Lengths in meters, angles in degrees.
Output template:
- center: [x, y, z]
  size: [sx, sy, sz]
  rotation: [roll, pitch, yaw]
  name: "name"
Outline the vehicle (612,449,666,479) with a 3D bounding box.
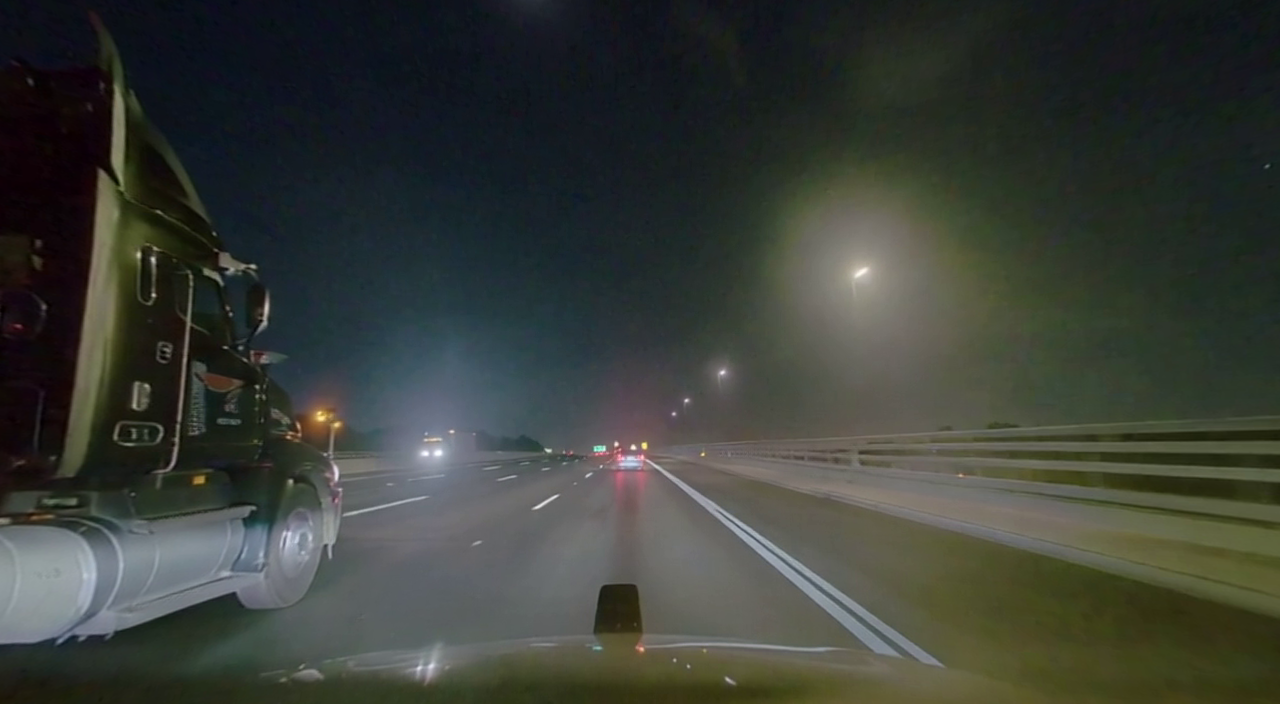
- center: [-0.154, 5.500, 31.184]
  size: [2.398, 1.336, 5.698]
  rotation: [0, -9, -2]
  name: "vehicle"
